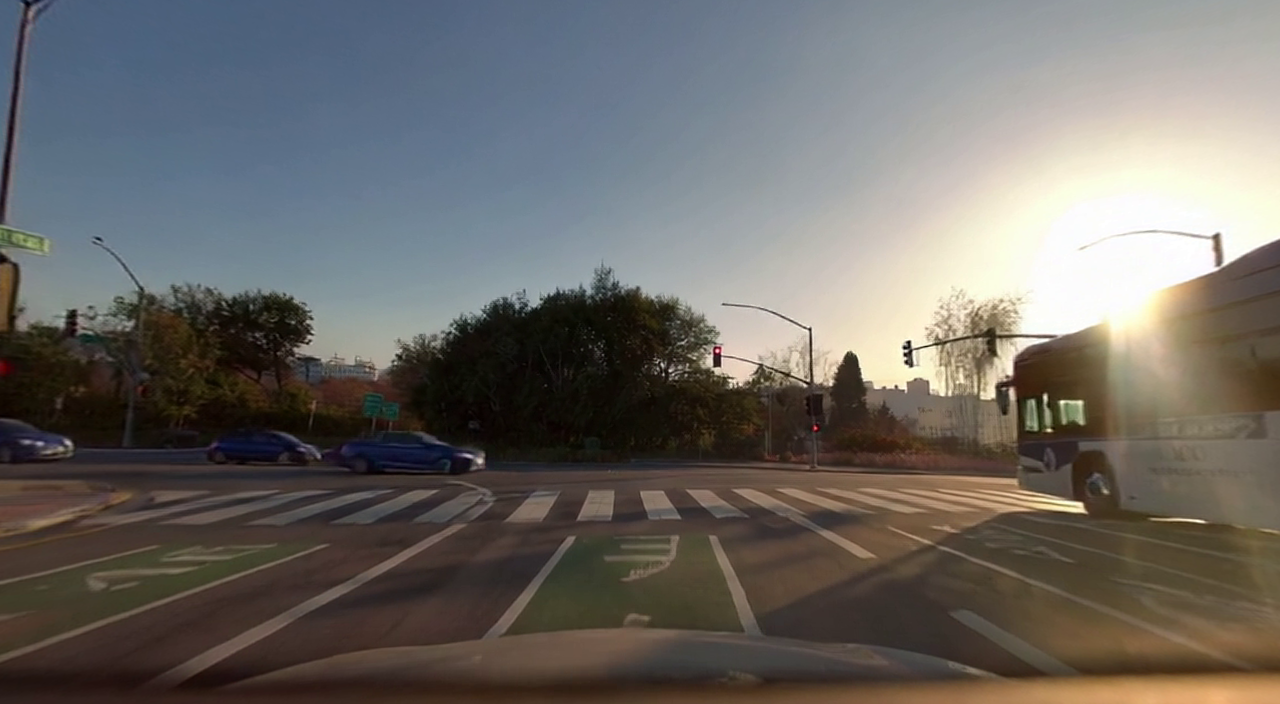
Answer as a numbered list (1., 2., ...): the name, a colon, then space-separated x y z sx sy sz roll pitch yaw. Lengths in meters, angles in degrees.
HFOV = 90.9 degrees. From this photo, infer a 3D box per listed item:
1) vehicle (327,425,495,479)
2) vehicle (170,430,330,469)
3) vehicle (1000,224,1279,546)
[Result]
1. vehicle: -7.583 3.393 21.283 5.014 1.675 1.906 4 -9 -18
2. vehicle: -15.854 3.990 25.988 5.203 1.488 1.907 3 -9 -18
3. vehicle: 9.550 0.468 8.222 2.916 4.009 13.397 0 -8 5
